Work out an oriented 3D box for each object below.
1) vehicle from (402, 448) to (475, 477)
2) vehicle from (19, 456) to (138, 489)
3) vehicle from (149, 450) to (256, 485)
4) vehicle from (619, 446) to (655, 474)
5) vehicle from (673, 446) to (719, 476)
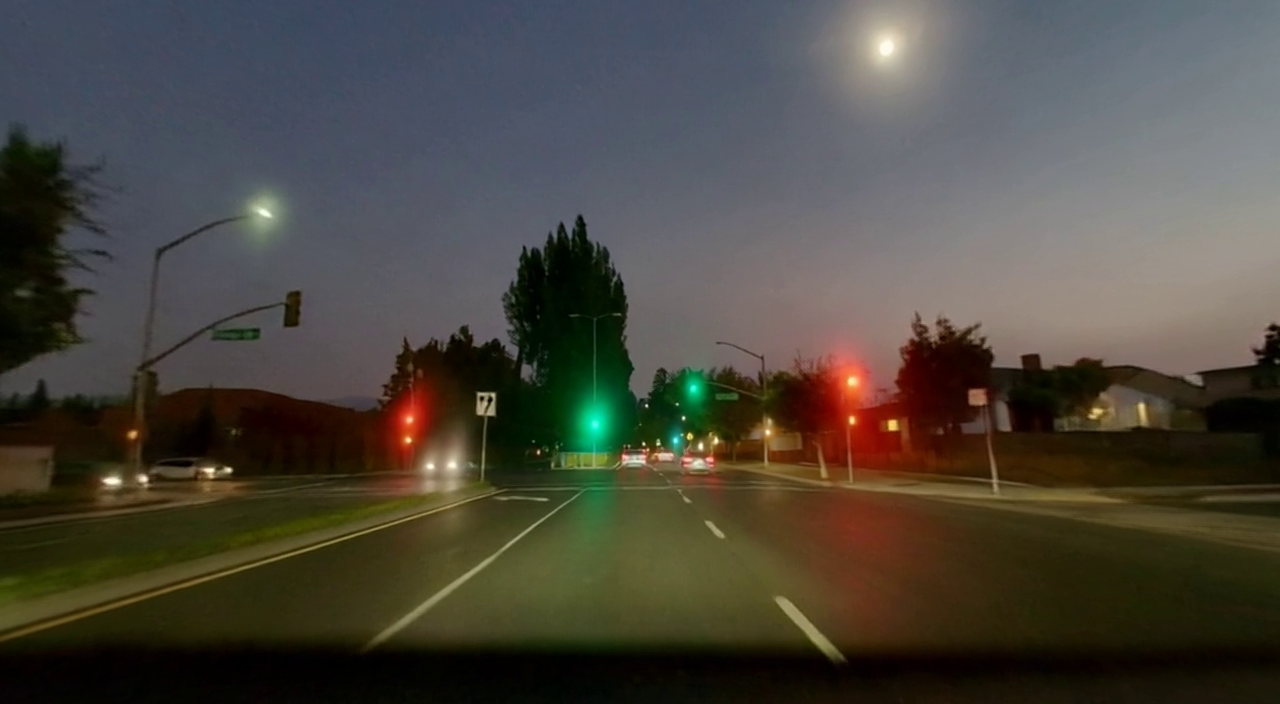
[{"bbox_3d":[-14.574,7.955,46.014,2.188,1.940,5.008,-4,-9,26],"label":"vehicle"},{"bbox_3d":[-32.046,6.876,36.161,4.707,1.747,2.130,0,-8,1],"label":"vehicle"},{"bbox_3d":[-25.146,6.651,36.429,4.634,1.840,2.025,-1,-10,1],"label":"vehicle"},{"bbox_3d":[-0.180,6.323,37.269,2.018,1.511,3.993,0,-8,-1],"label":"vehicle"},{"bbox_3d":[3.017,5.973,34.936,2.057,1.496,4.401,0,-8,-2],"label":"vehicle"}]
